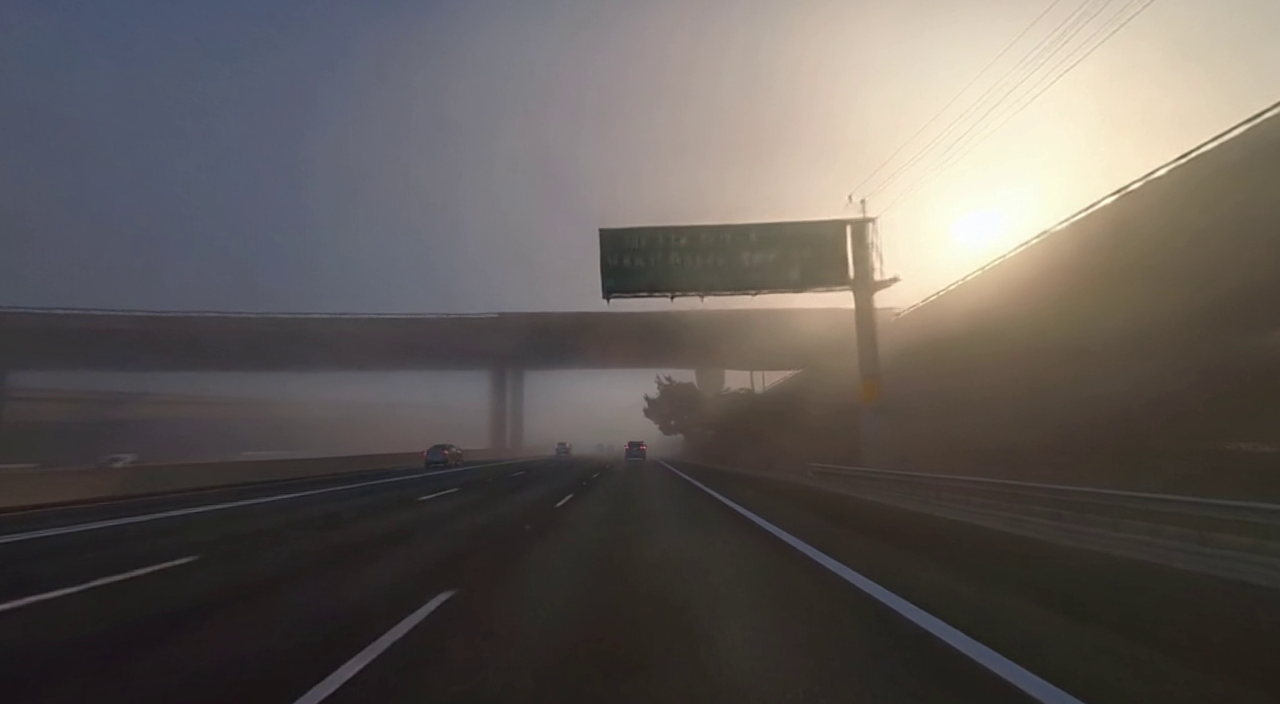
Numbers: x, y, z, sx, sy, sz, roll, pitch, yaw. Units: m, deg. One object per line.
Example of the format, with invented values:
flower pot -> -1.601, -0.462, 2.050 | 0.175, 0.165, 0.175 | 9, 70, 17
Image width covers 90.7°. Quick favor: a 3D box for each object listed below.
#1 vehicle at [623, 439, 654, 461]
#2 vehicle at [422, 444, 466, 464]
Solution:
vehicle -> -0.124, 7.015, 45.273 | 2.086, 1.472, 4.168 | 0, -8, 0
vehicle -> -14.860, 7.744, 48.228 | 1.969, 1.486, 4.395 | 0, -8, 0
